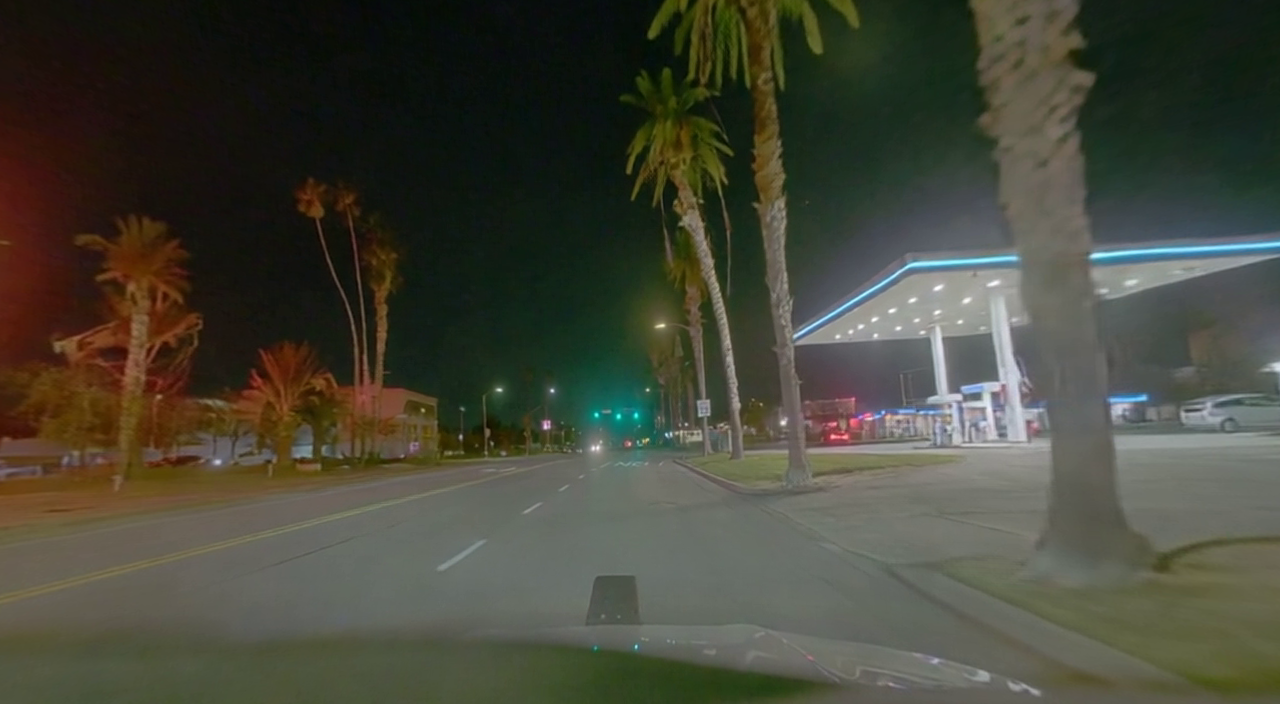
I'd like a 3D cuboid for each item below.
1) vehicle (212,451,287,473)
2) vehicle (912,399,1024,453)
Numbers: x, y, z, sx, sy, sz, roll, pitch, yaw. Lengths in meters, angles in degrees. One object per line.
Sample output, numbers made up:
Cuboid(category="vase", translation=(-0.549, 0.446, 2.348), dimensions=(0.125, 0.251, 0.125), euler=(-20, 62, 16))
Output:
Cuboid(category="vehicle", translation=(-28.927, 8.116, 46.667), dimensions=(4.420, 1.445, 1.954), euler=(6, -10, -37))
Cuboid(category="vehicle", translation=(15.984, 3.657, 30.573), dimensions=(5.529, 2.395, 2.399), euler=(6, -10, -35))
